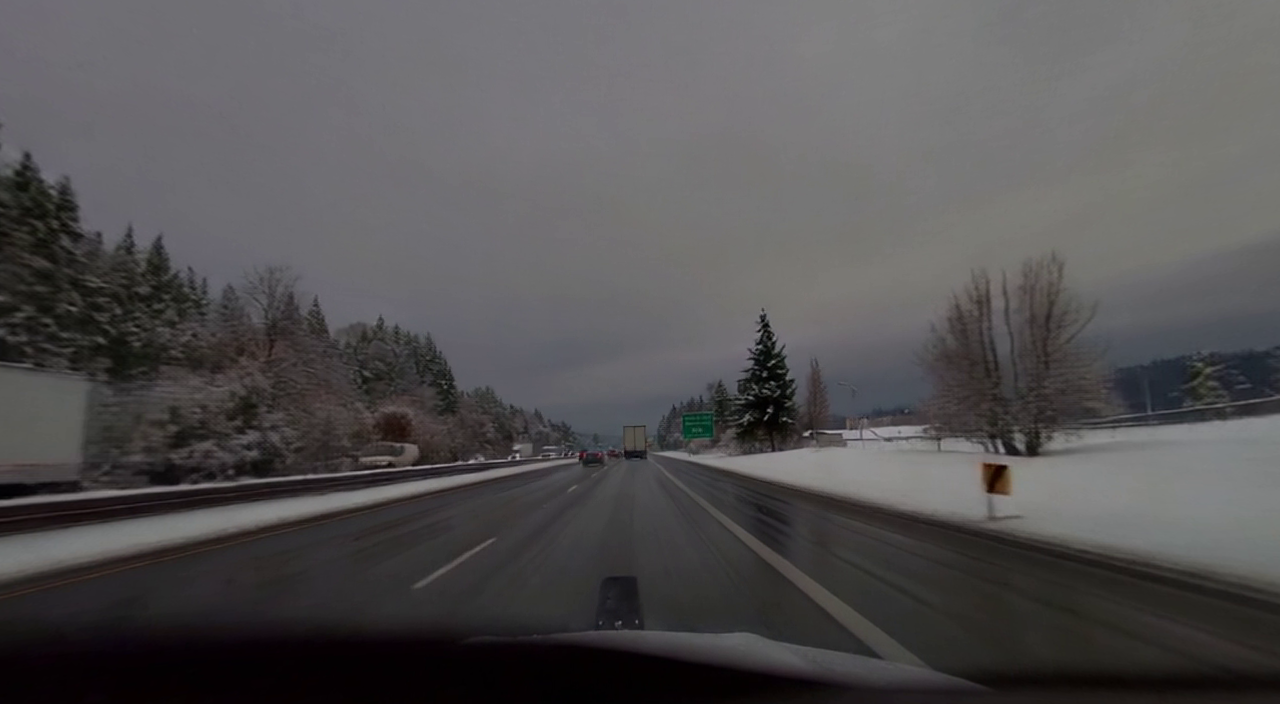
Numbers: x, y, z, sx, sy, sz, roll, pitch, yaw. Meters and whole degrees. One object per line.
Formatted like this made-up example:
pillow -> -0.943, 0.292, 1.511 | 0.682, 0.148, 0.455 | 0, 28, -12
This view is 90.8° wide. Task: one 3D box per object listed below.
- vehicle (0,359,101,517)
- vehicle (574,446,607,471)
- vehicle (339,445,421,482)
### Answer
vehicle -> -17.345, 1.467, 11.461 | 2.995, 3.876, 13.745 | 0, -9, 0
vehicle -> -3.523, 7.730, 45.840 | 2.081, 1.682, 4.425 | 0, -9, 0
vehicle -> -13.084, 5.630, 32.155 | 2.129, 1.728, 4.816 | 0, -9, 0
